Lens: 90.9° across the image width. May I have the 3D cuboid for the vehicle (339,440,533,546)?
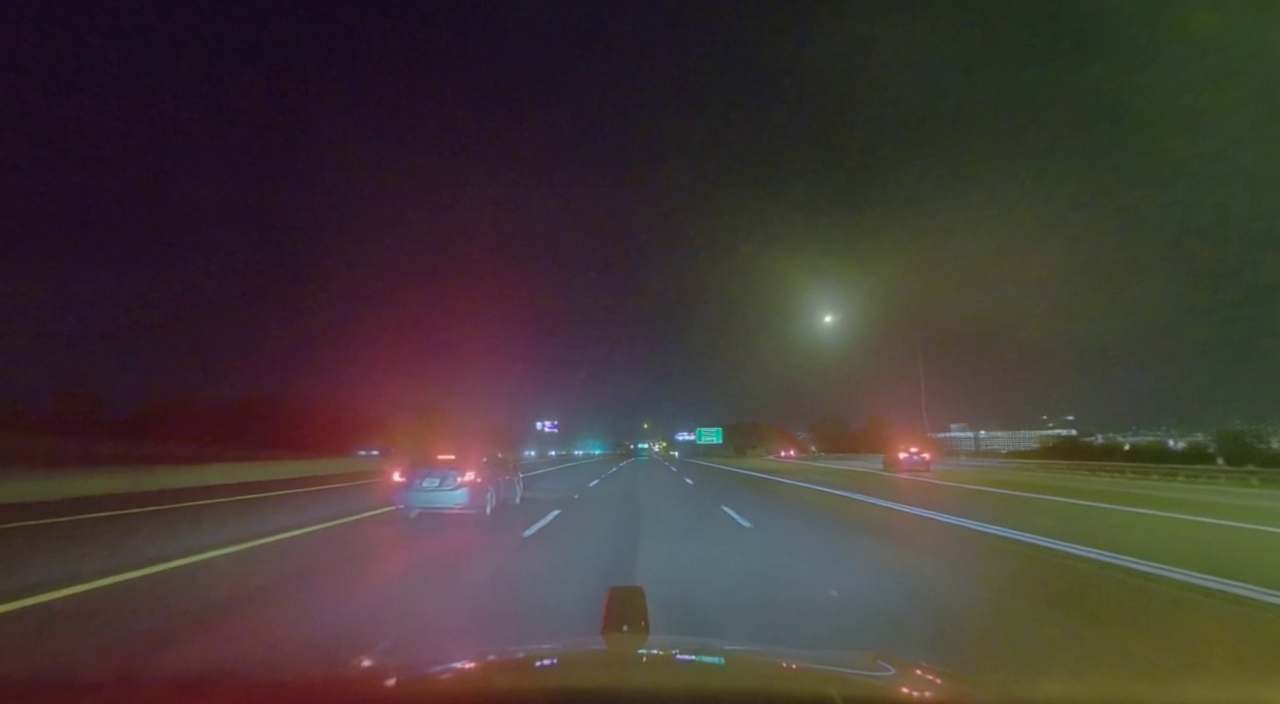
[{"bbox_3d":[-3.275,2.317,11.052,1.968,1.504,3.892,0,-8,2],"label":"vehicle"}]
